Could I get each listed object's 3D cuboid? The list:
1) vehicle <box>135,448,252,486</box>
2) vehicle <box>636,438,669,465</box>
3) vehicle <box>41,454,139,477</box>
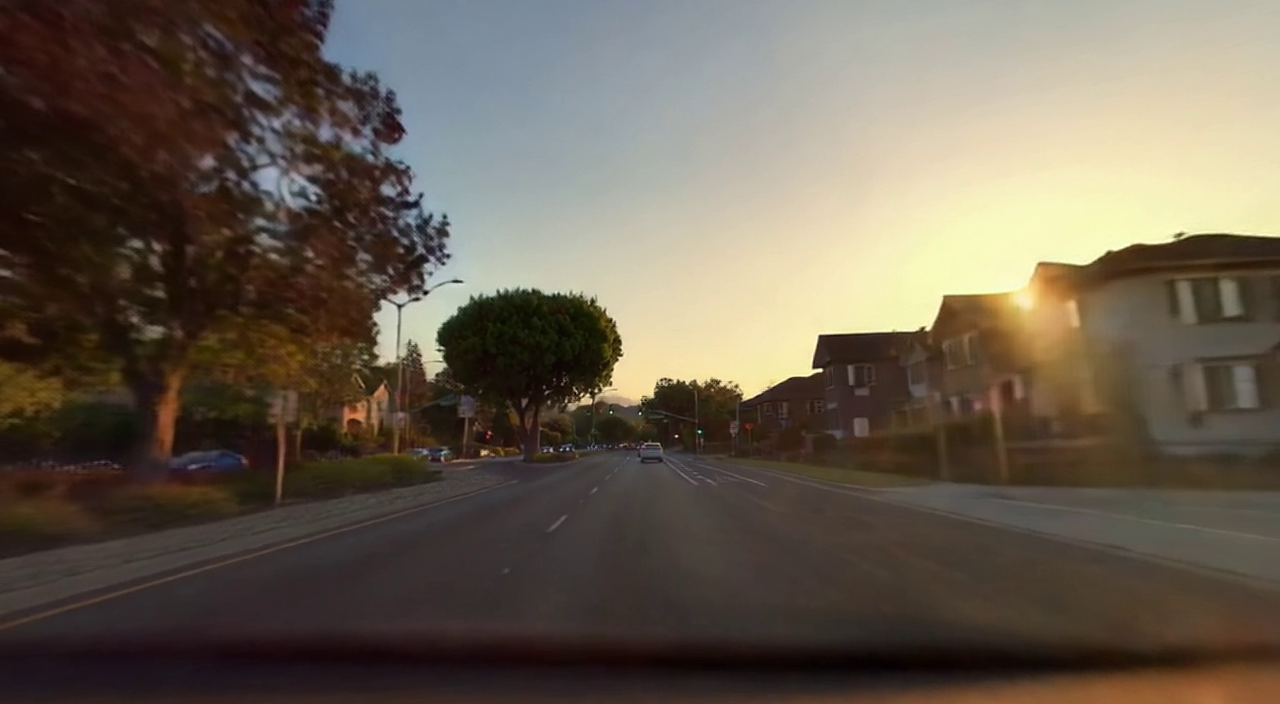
[{"bbox_3d":[-19.454,4.989,27.797,1.950,1.493,4.351,0,-8,0],"label":"vehicle"},{"bbox_3d":[0.884,7.399,47.058,2.273,1.851,5.075,0,-8,-1],"label":"vehicle"},{"bbox_3d":[-35.279,7.270,40.643,1.779,1.357,4.291,-3,-9,23],"label":"vehicle"}]
